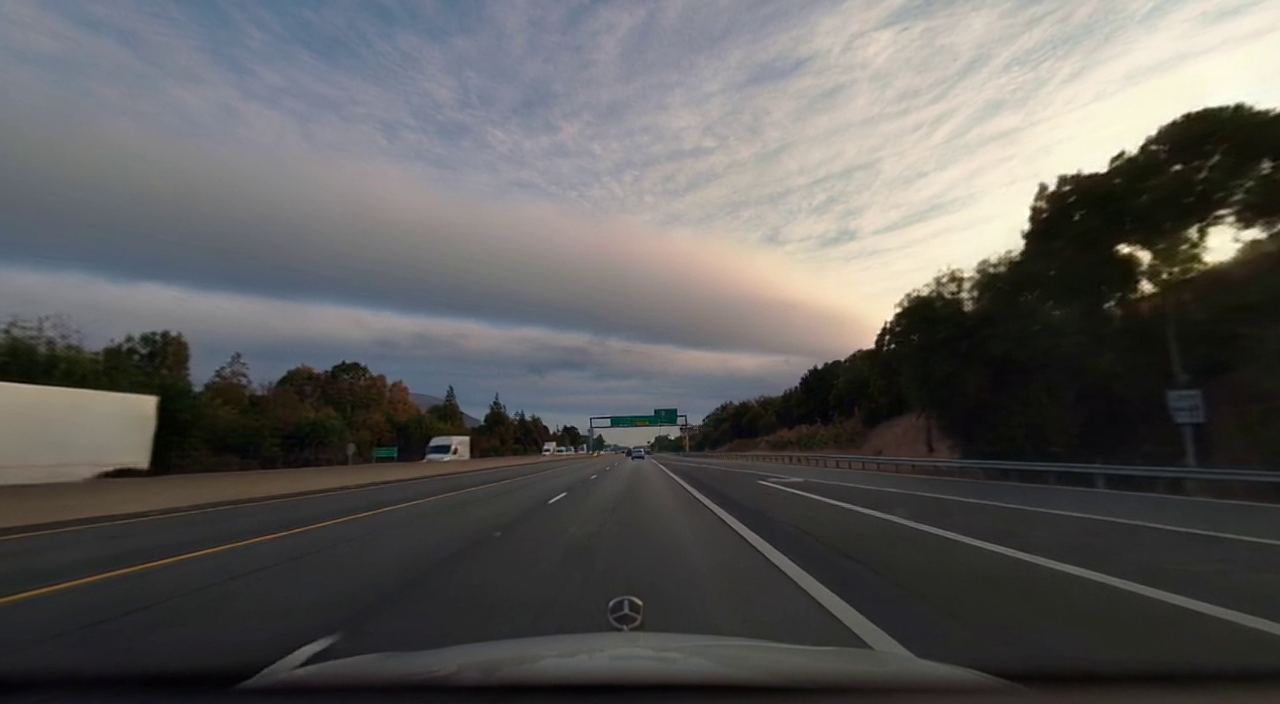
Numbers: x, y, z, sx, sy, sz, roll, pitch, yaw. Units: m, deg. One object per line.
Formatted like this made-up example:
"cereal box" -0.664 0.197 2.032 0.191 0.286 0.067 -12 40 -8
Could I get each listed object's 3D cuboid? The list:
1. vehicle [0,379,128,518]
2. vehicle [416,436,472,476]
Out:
"vehicle" -18.101 2.410 15.731 2.824 3.571 9.191 0 -9 0
"vehicle" -14.378 7.651 46.665 2.285 2.710 6.085 0 -9 -1
